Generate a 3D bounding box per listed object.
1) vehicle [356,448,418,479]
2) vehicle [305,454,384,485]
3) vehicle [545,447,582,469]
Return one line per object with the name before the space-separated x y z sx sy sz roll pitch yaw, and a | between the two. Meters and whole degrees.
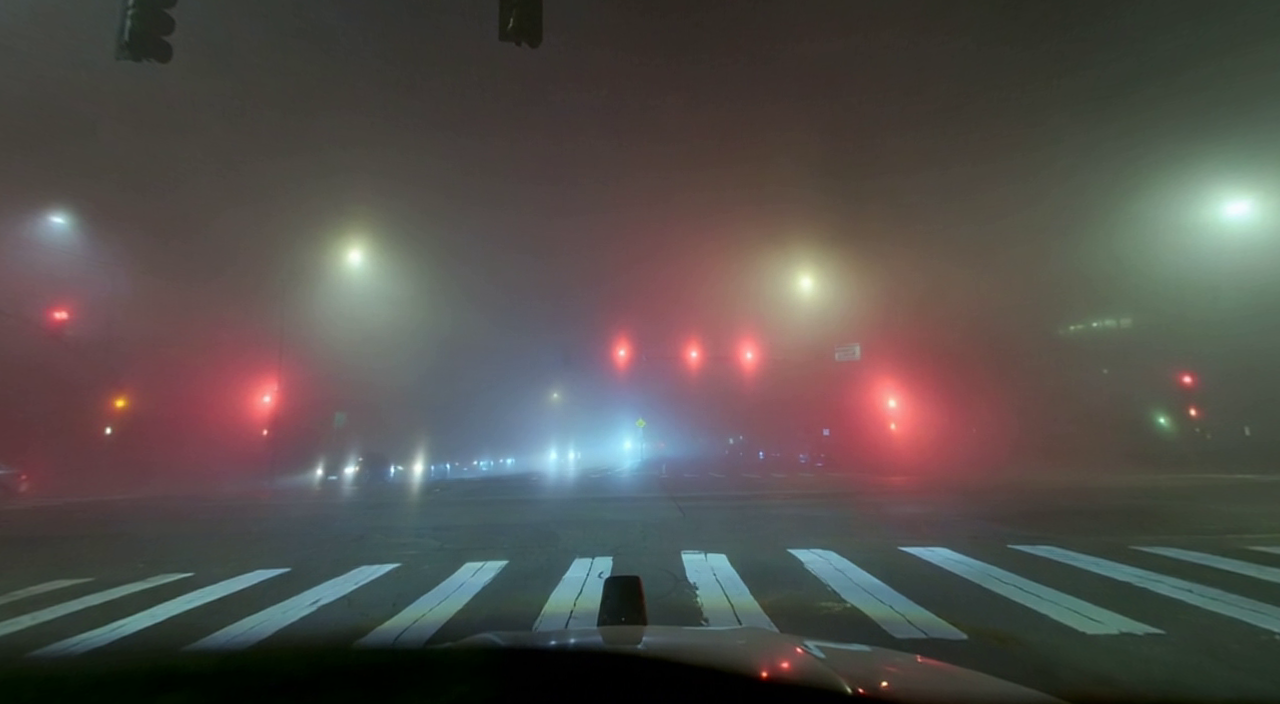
vehicle | -16.183 7.106 40.443 1.960 1.819 5.018 0 -9 -1
vehicle | -16.094 6.382 34.497 2.055 1.506 4.663 0 -9 -1
vehicle | -5.693 7.932 47.162 2.154 1.501 4.416 0 -9 0
